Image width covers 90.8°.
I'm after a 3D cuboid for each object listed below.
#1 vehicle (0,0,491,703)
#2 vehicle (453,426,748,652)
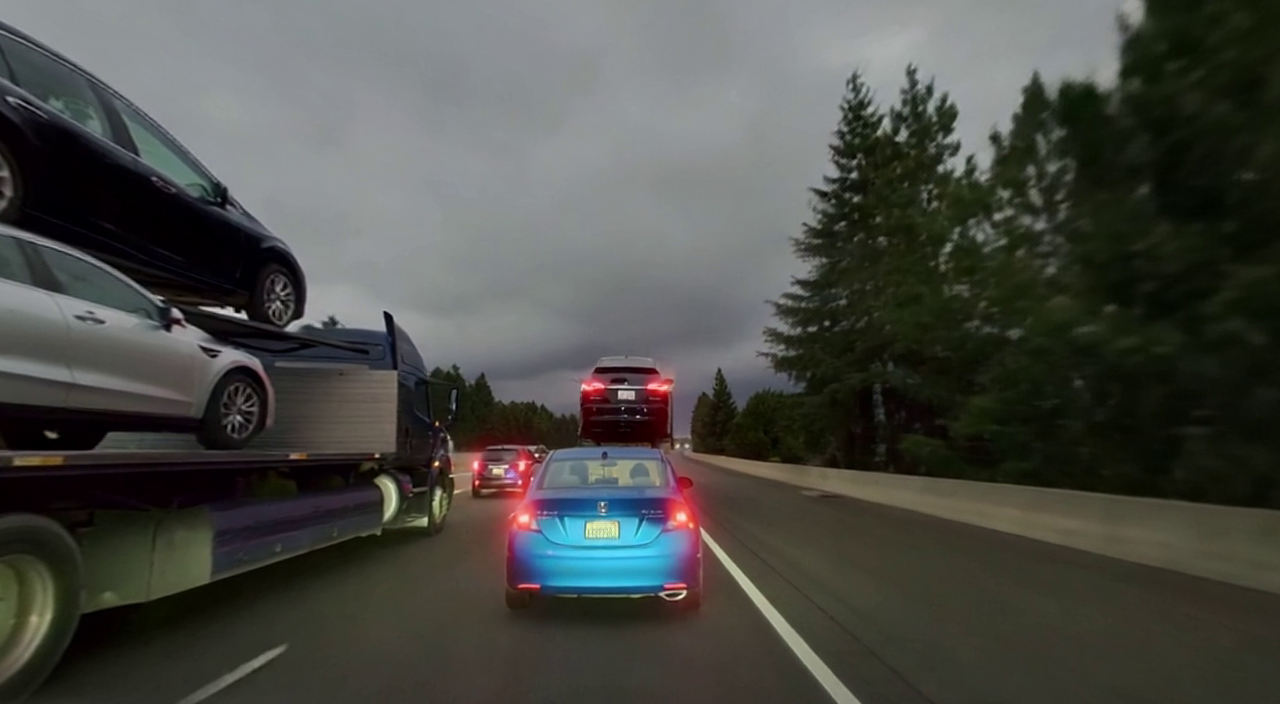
[{"bbox_3d":[-4.591,0.283,6.084,2.836,4.059,14.286,0,-9,0],"label":"vehicle"},{"bbox_3d":[-0.285,1.534,6.049,1.991,1.507,3.391,0,-9,-1],"label":"vehicle"}]
